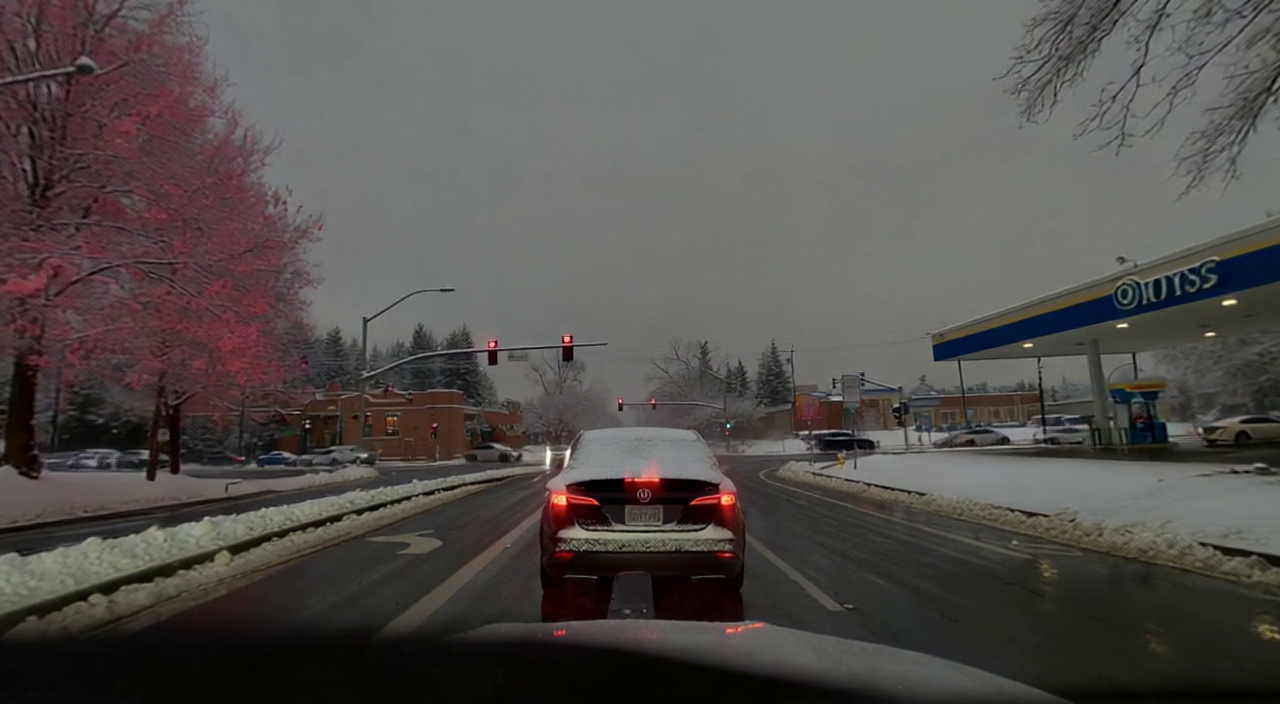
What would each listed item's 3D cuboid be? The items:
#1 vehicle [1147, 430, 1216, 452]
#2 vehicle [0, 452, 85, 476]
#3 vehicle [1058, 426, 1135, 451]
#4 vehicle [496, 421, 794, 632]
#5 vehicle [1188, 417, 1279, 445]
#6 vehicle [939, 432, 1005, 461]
[{"bbox_3d":[40.951,6.719,47.703,3.573,1.432,1.604,-3,-8,1],"label":"vehicle"},{"bbox_3d":[-39.296,7.209,40.685,4.813,1.455,1.889,5,-10,-32],"label":"vehicle"},{"bbox_3d":[34.649,6.590,47.895,4.294,1.557,1.744,-4,-8,1],"label":"vehicle"},{"bbox_3d":[0.018,1.539,6.573,2.112,1.482,4.057,0,-8,-1],"label":"vehicle"},{"bbox_3d":[36.324,4.856,38.477,1.848,1.581,4.475,-1,-8,3],"label":"vehicle"},{"bbox_3d":[18.395,5.235,34.851,2.053,1.495,4.091,-8,-12,44],"label":"vehicle"}]
